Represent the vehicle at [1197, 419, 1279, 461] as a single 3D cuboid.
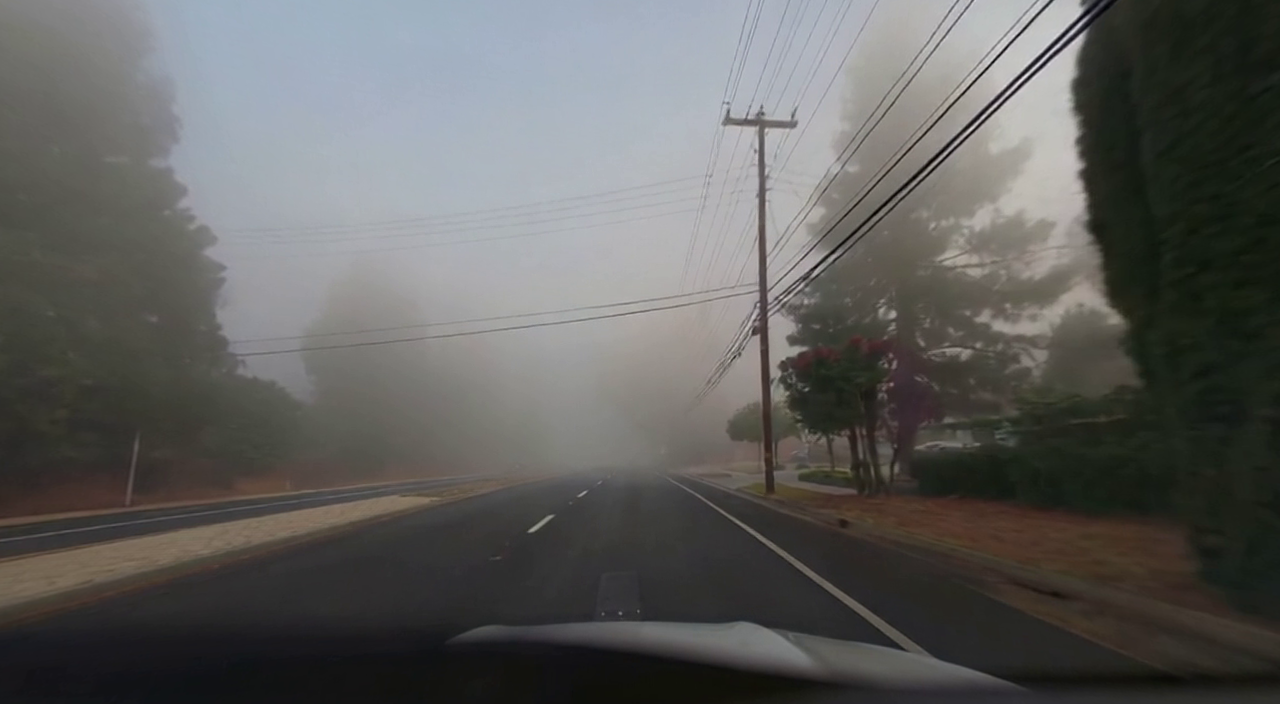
[{"bbox_3d":[29.429,4.206,29.813,1.877,1.757,4.937,1,-10,3],"label":"vehicle"}]
